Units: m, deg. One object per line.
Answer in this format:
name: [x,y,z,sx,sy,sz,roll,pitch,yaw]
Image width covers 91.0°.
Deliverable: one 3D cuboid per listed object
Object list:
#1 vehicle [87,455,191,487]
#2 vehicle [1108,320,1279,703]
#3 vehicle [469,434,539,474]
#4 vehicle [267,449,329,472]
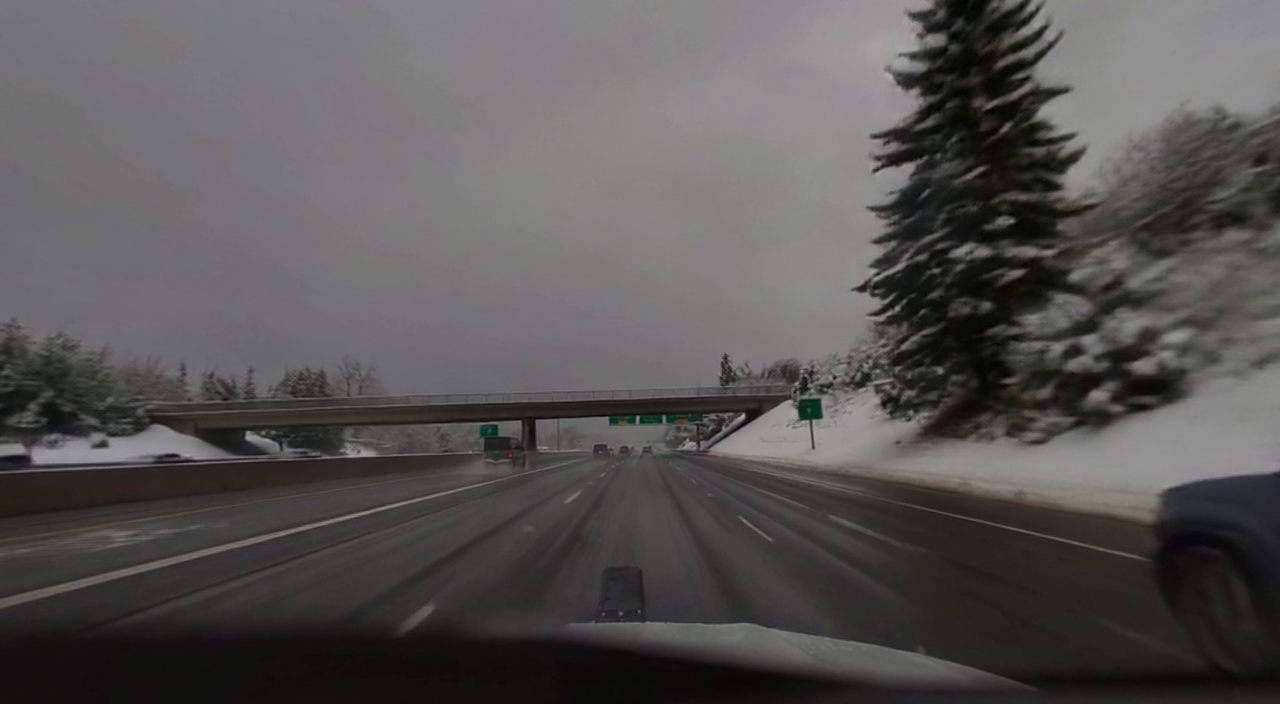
vehicle: [-26.441,6.266,33.471,1.864,1.502,4.402,0,-9,0]
vehicle: [3.666,0.552,1.390,1.990,1.735,4.276,0,-9,1]
vehicle: [-7.176,5.466,33.916,2.341,1.959,5.684,0,-9,1]
vehicle: [-26.218,8.308,48.530,1.985,1.697,4.891,0,-9,1]
